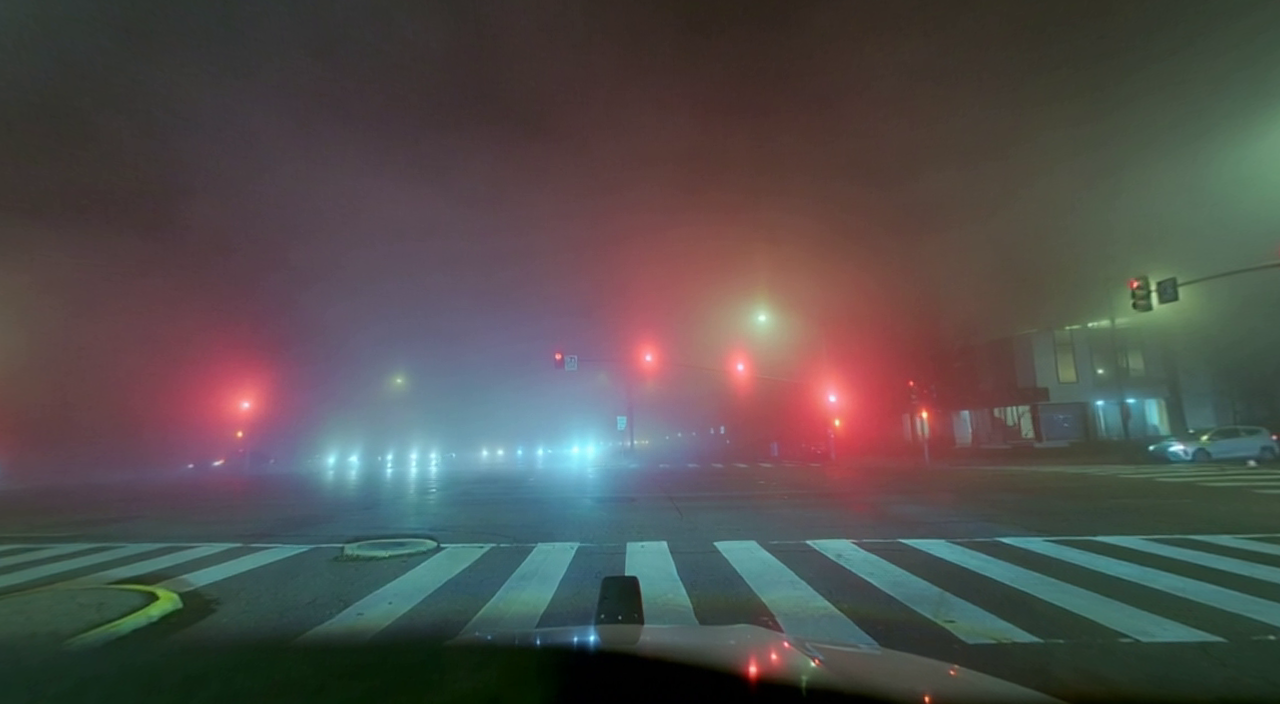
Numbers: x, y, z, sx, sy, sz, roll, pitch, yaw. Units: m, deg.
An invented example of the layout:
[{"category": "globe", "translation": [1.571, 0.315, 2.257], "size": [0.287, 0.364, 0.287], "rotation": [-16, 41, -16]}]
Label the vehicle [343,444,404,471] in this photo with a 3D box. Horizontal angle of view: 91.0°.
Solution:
[{"category": "vehicle", "translation": [-18.552, 7.352, 44.022], "size": [2.237, 1.801, 4.541], "rotation": [0, -9, 1]}]

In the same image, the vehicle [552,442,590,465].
[{"category": "vehicle", "translation": [-4.517, 6.713, 41.676], "size": [1.954, 1.431, 4.050], "rotation": [-1, -9, 2]}]

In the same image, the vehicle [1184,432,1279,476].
[{"category": "vehicle", "translation": [22.322, 3.577, 22.227], "size": [4.474, 1.477, 1.908], "rotation": [0, -9, -2]}]

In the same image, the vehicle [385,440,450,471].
[{"category": "vehicle", "translation": [-15.108, 7.041, 43.158], "size": [2.340, 1.946, 5.450], "rotation": [0, -9, 2]}]

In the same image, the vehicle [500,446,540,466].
[{"category": "vehicle", "translation": [-8.087, 7.009, 42.610], "size": [1.910, 1.321, 3.692], "rotation": [0, -9, 2]}]

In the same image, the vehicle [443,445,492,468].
[{"category": "vehicle", "translation": [-11.625, 7.069, 42.691], "size": [1.911, 1.476, 4.297], "rotation": [-1, -9, 2]}]

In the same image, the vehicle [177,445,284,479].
[{"category": "vehicle", "translation": [-23.581, 6.311, 36.505], "size": [2.032, 1.839, 4.884], "rotation": [-3, -9, 18]}]
